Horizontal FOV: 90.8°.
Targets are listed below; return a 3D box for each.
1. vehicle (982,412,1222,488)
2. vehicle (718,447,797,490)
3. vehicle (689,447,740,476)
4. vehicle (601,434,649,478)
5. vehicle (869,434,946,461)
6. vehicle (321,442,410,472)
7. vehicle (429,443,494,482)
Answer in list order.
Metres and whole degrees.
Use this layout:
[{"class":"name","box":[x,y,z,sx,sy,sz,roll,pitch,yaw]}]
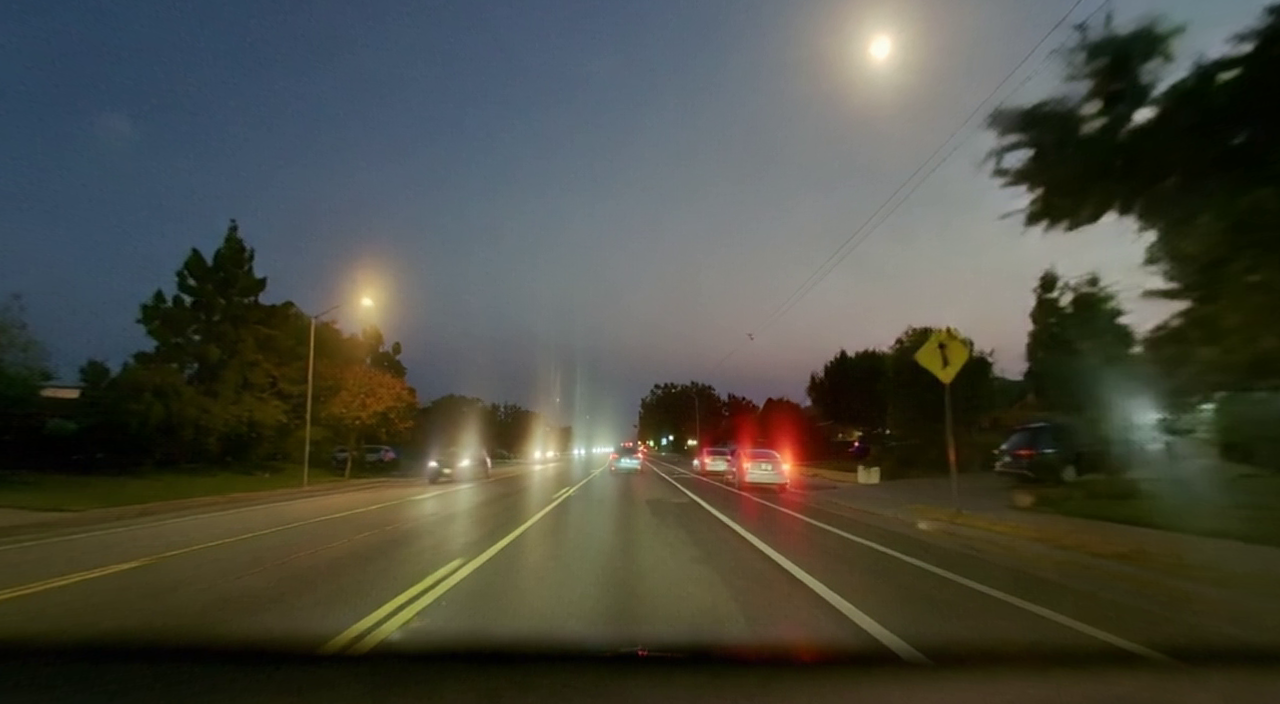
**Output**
[{"class":"vehicle","box":[12.385,2.660,17.230,4.870,1.926,2.094,0,-9,-1]},{"class":"vehicle","box":[4.379,4.433,24.375,1.963,1.469,4.709,1,-9,-2]},{"class":"vehicle","box":[4.057,6.053,35.242,2.001,1.480,5.022,1,-9,-2]},{"class":"vehicle","box":[-0.686,5.047,30.930,2.153,1.942,4.767,0,-9,-1]},{"class":"vehicle","box":[17.874,6.388,42.318,4.172,1.705,2.032,1,-9,-7]},{"class":"vehicle","box":[-20.144,7.688,46.513,5.551,1.870,2.183,-2,-8,-3]},{"class":"vehicle","box":[-8.481,5.263,30.466,1.945,1.712,4.240,0,-9,-1]}]
